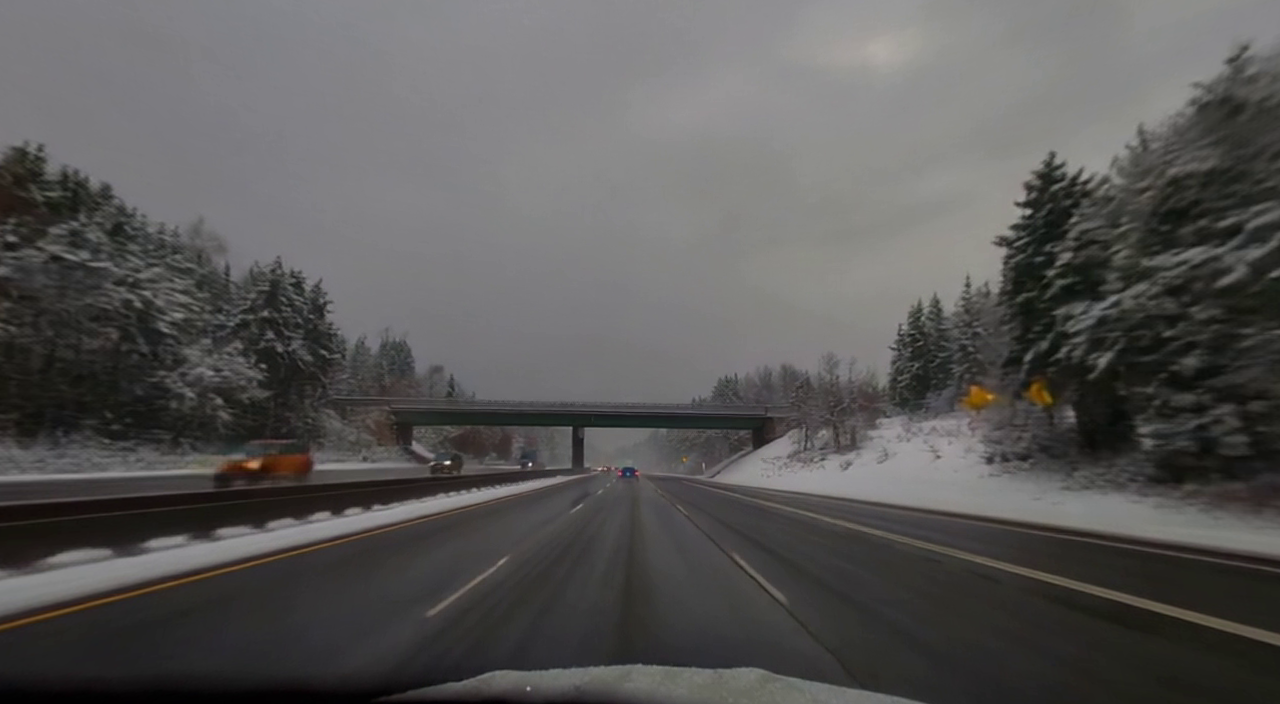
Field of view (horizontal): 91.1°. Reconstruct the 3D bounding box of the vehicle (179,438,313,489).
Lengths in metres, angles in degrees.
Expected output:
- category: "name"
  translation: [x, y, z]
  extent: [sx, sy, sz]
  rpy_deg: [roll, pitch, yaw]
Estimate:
- category: "vehicle"
  translation: [-15.986, 4.623, 25.951]
  extent: [2.122, 1.838, 5.275]
  rpy_deg: [1, -11, -1]
